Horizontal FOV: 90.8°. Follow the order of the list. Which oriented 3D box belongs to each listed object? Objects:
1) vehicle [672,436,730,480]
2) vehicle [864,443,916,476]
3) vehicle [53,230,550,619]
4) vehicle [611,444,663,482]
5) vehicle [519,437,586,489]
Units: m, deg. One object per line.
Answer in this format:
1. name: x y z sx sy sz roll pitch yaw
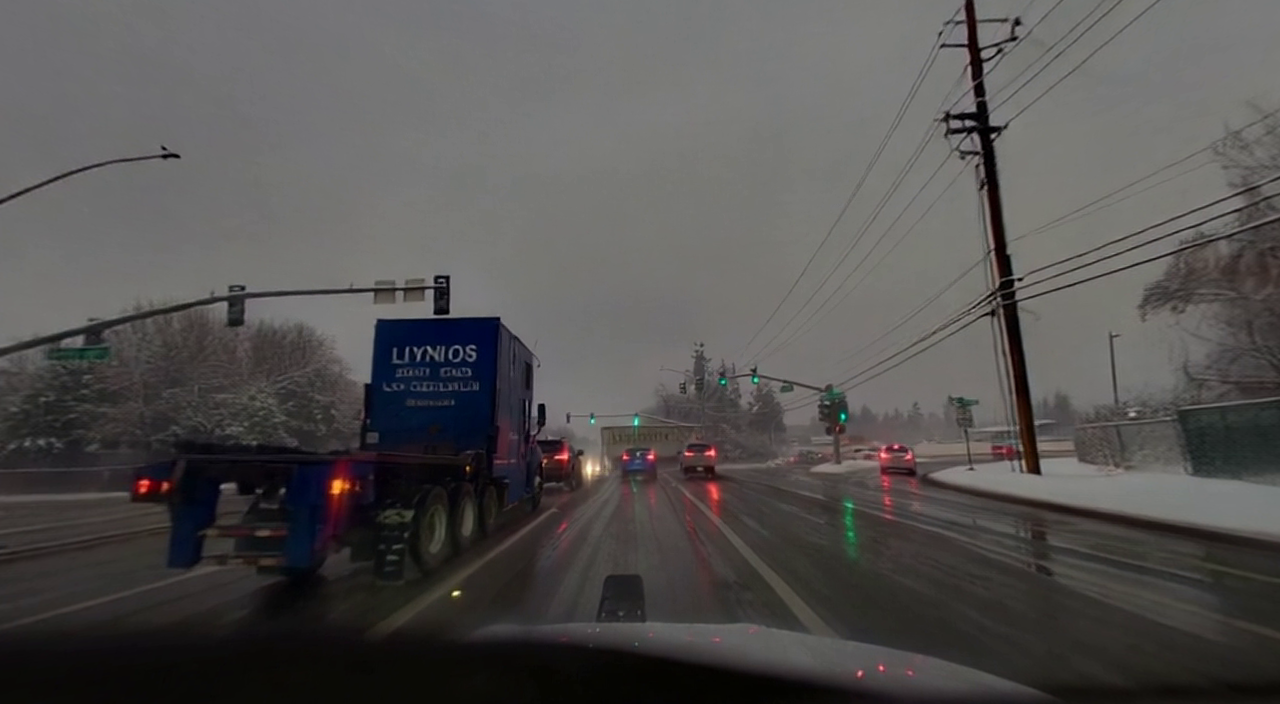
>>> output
1. vehicle: 2.717 4.856 29.216 2.086 1.849 4.607 0 -9 -2
2. vehicle: 13.658 5.816 34.400 2.102 1.662 4.533 -5 -10 27
3. vehicle: -3.429 1.168 9.584 2.889 3.347 8.285 0 -9 0
4. vehicle: -0.178 4.830 27.766 2.117 1.499 4.036 0 -9 -1
5. vehicle: -3.302 4.286 24.728 1.994 1.806 4.564 0 -9 0
